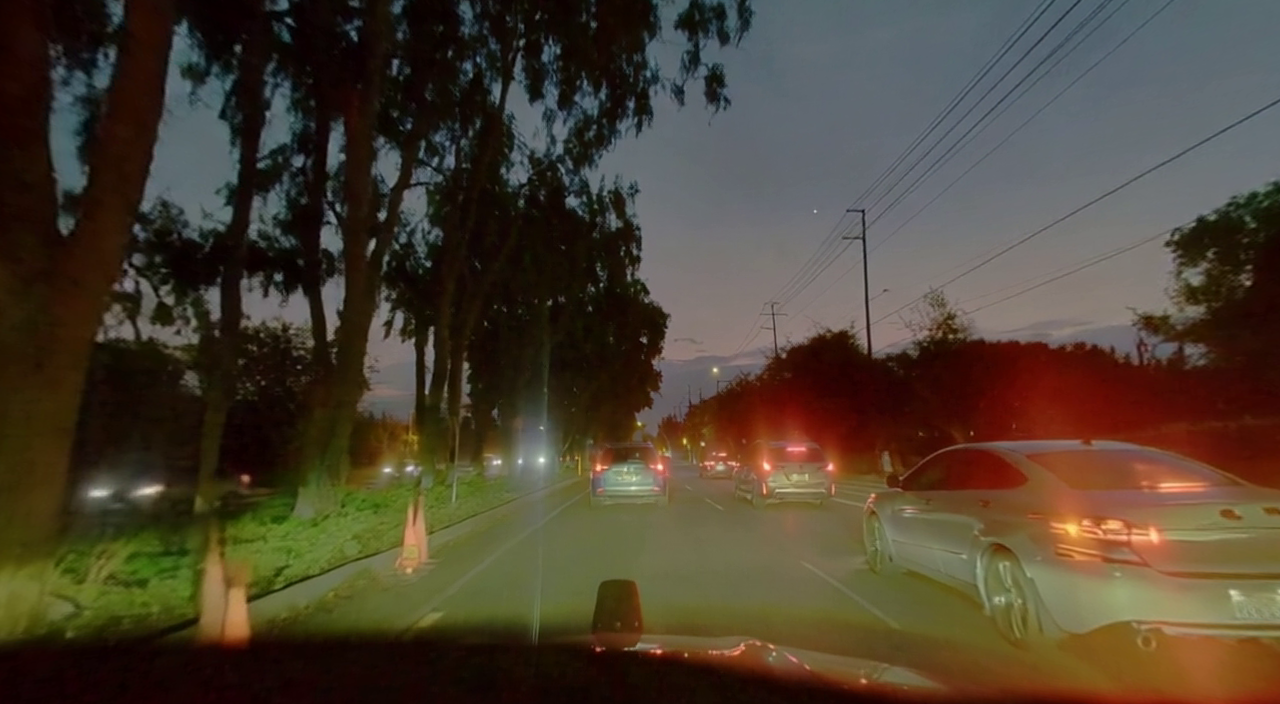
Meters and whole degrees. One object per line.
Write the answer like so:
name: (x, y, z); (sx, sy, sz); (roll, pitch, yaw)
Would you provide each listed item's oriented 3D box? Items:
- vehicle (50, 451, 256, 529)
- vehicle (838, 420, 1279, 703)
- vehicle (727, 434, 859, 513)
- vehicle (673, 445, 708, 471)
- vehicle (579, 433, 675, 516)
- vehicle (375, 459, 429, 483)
vehicle: (-12.572, 3.526, 16.782); (1.911, 1.693, 4.452); (-1, -8, 0)
vehicle: (3.404, 1.387, 5.244); (1.977, 1.460, 4.565); (0, -8, -1)
vehicle: (3.748, 3.058, 16.493); (2.116, 1.726, 4.672); (0, -8, -2)
vehicle: (3.817, 8.076, 48.370); (2.175, 1.788, 4.271); (0, -8, -2)
vehicle: (-0.311, 2.927, 15.592); (2.050, 1.745, 3.915); (0, -8, -1)
vehicle: (-16.362, 8.168, 43.661); (1.973, 1.457, 4.564); (0, -8, -1)
